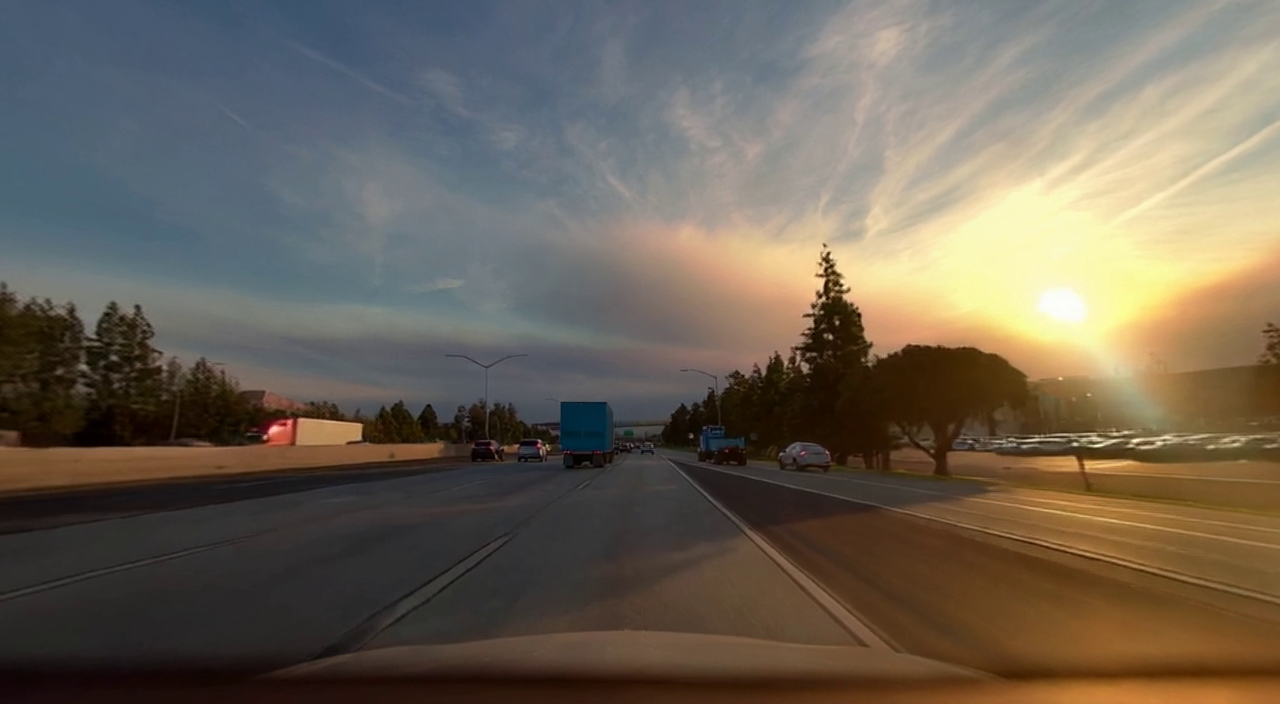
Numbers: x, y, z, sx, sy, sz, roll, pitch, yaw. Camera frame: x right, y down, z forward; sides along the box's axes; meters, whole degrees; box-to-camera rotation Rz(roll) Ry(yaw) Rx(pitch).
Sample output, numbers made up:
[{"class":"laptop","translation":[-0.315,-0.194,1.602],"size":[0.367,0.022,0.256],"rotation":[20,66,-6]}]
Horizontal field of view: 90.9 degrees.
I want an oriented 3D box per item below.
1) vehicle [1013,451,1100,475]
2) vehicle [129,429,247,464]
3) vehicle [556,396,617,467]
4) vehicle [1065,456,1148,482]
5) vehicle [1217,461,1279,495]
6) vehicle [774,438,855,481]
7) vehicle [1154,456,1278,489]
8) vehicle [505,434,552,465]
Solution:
[{"class":"vehicle","translation":[27.343,7.260,41.441],"size":[4.388,1.500,1.913],"rotation":[0,-8,-4]},{"class":"vehicle","translation":[-29.611,6.260,41.751],"size":[2.711,2.115,6.705],"rotation":[-1,-8,2]},{"class":"vehicle","translation":[-3.302,5.498,42.734],"size":[2.905,4.037,12.921],"rotation":[0,-8,1]},{"class":"vehicle","translation":[28.042,7.023,37.949],"size":[3.637,1.360,1.728],"rotation":[-1,-8,-4]},{"class":"vehicle","translation":[28.148,5.517,27.787],"size":[3.680,1.349,1.826],"rotation":[0,-8,-4]},{"class":"vehicle","translation":[7.497,4.653,27.626],"size":[2.083,1.706,4.129],"rotation":[0,-8,-4]},{"class":"vehicle","translation":[28.204,5.875,30.933],"size":[4.526,1.446,1.814],"rotation":[1,-8,-6]},{"class":"vehicle","translation":[-6.905,6.123,39.659],"size":[2.058,1.840,4.443],"rotation":[0,-8,1]}]
